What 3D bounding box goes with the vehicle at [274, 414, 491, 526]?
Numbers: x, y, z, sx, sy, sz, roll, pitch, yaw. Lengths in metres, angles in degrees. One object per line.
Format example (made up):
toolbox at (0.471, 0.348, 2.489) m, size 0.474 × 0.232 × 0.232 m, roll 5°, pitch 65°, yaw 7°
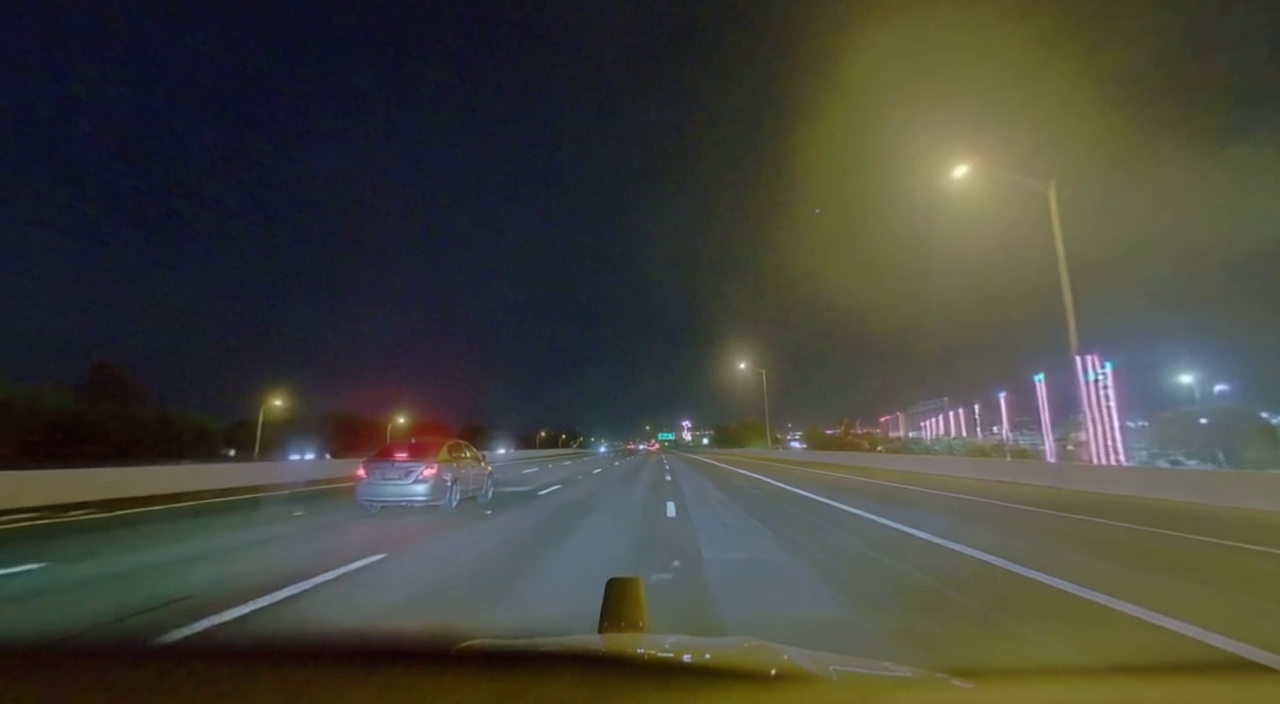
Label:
vehicle at (-4.743, 2.266, 12.642) m, size 2.145 × 1.793 × 4.762 m, roll -1°, pitch -8°, yaw 3°
